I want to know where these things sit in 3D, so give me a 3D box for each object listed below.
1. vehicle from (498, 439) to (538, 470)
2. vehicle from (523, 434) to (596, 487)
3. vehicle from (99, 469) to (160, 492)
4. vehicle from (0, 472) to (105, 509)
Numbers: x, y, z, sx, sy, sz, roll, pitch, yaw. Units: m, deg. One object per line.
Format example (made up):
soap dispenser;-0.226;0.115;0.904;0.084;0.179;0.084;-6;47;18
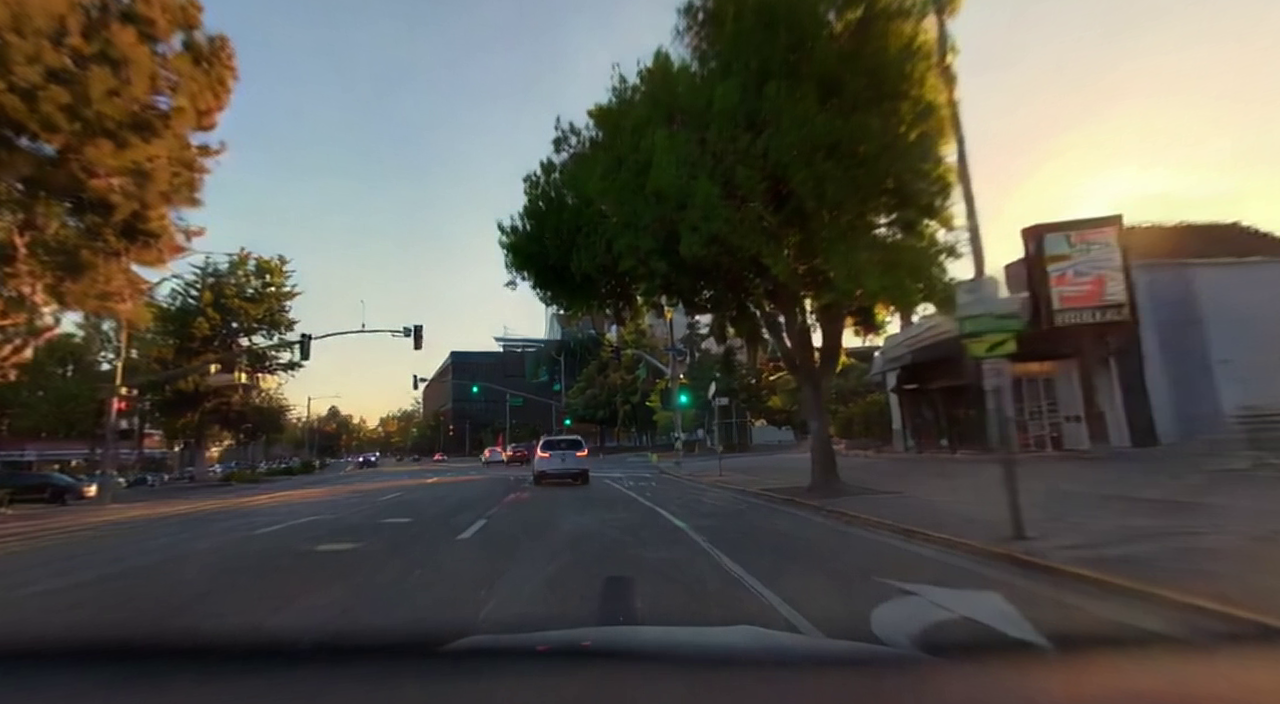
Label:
vehicle;-8.332;6.902;42.811;2.067;1.947;4.628;2;-9;-18
vehicle;-3.045;3.948;23.286;2.227;1.733;3.930;2;-9;-13
vehicle;-39.521;9.951;49.034;2.004;1.479;4.230;2;-9;-14
vehicle;-29.619;6.733;30.757;4.804;1.544;2.244;2;-9;-17
